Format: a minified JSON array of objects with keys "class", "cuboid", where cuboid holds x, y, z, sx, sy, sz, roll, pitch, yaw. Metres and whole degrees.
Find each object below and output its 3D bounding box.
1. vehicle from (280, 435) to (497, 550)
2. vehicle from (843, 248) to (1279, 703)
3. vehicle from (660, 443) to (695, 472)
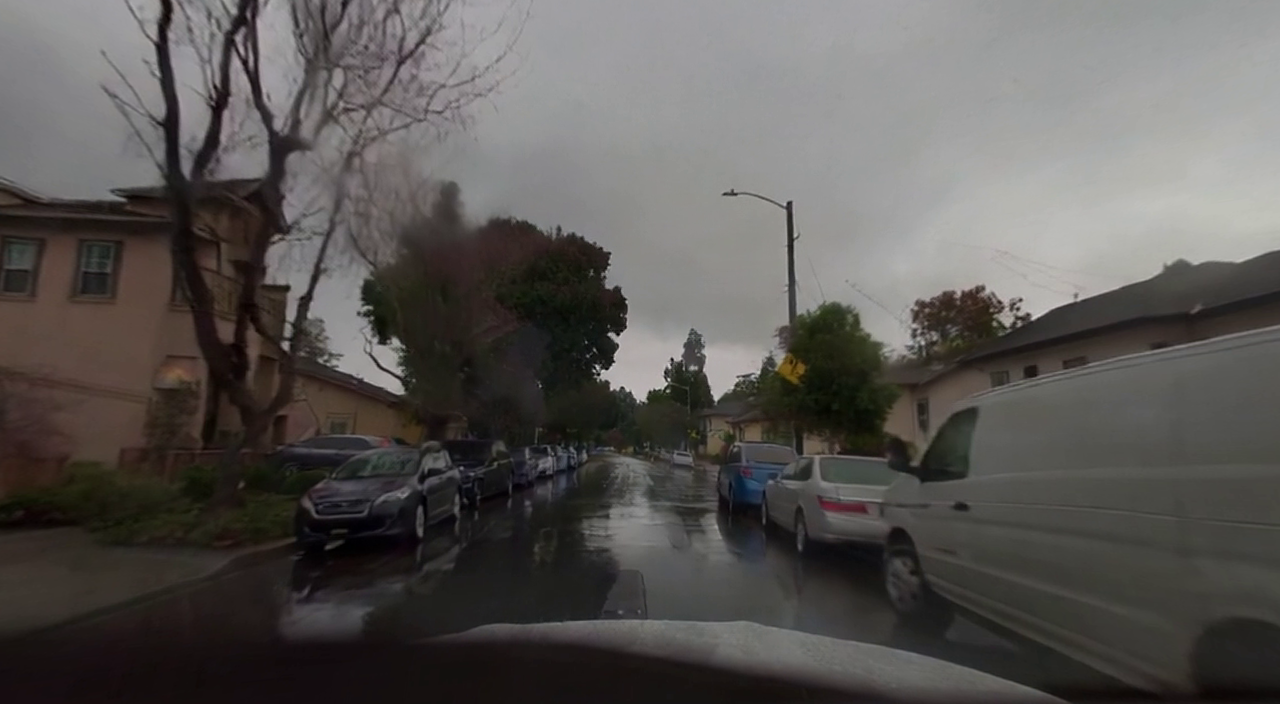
[{"class":"vehicle","cuboid":[-4.115,2.324,11.373,1.908,1.493,4.806,4,-8,0]},{"class":"vehicle","cuboid":[3.016,0.938,3.659,1.993,2.129,4.893,-1,-7,0]},{"class":"vehicle","cuboid":[2.849,8.176,49.032,2.191,2.038,4.962,0,-7,-2]}]
